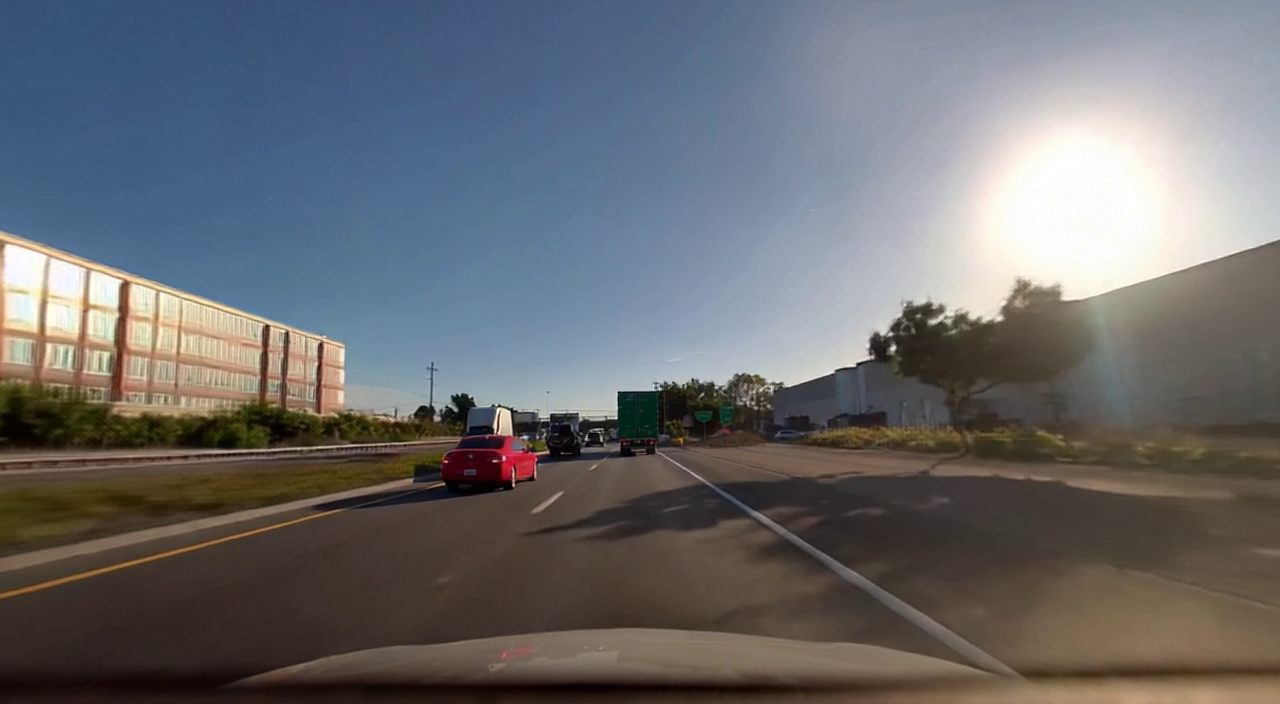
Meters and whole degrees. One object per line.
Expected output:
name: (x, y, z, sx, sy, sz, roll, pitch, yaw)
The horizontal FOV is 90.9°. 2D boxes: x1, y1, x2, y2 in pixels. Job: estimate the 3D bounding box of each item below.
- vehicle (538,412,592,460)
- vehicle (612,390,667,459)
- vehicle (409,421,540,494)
vehicle: (-4.564, 5.333, 39.850, 2.717, 2.714, 6.997, 0, -8, -1)
vehicle: (-0.156, 4.976, 42.410, 3.259, 4.066, 9.891, 0, -8, -1)
vehicle: (-4.123, 2.705, 16.697, 2.005, 1.602, 5.131, 0, -8, 1)
